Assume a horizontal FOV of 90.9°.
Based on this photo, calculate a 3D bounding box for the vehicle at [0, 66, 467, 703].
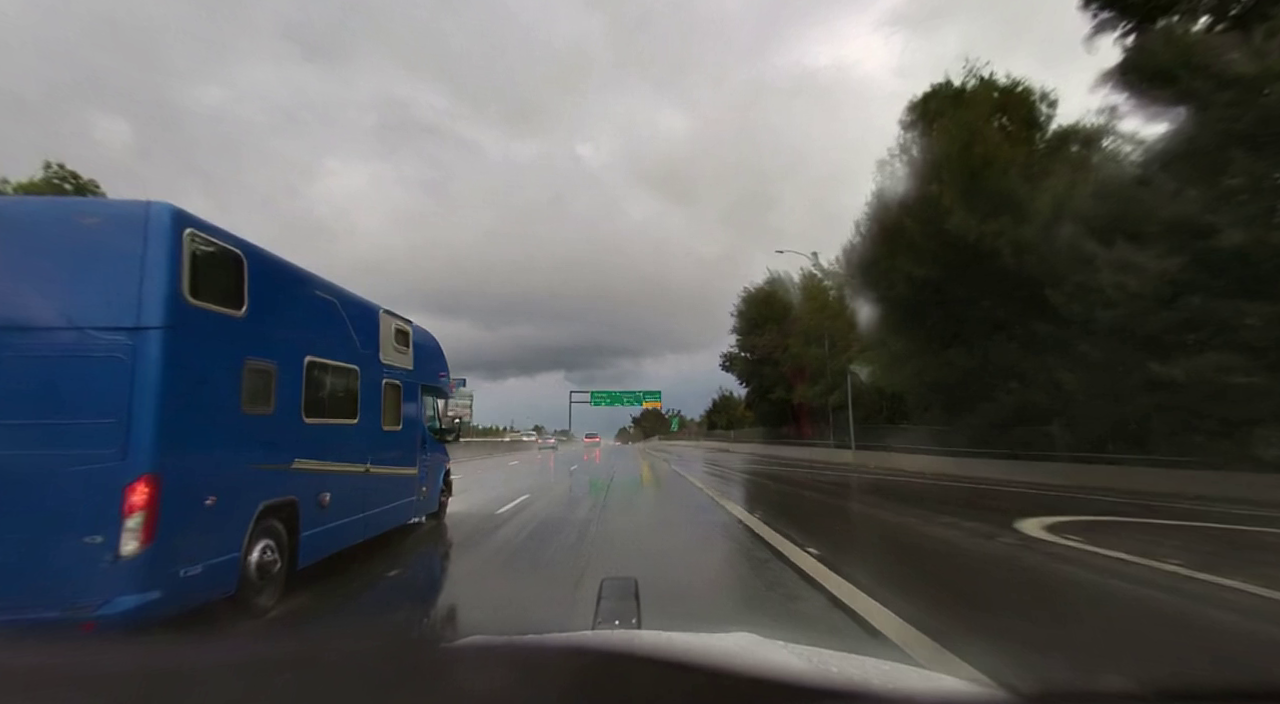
[{"bbox_3d":[-4.022,0.646,6.476,2.676,3.269,7.388,1,-6,-3],"label":"vehicle"}]
